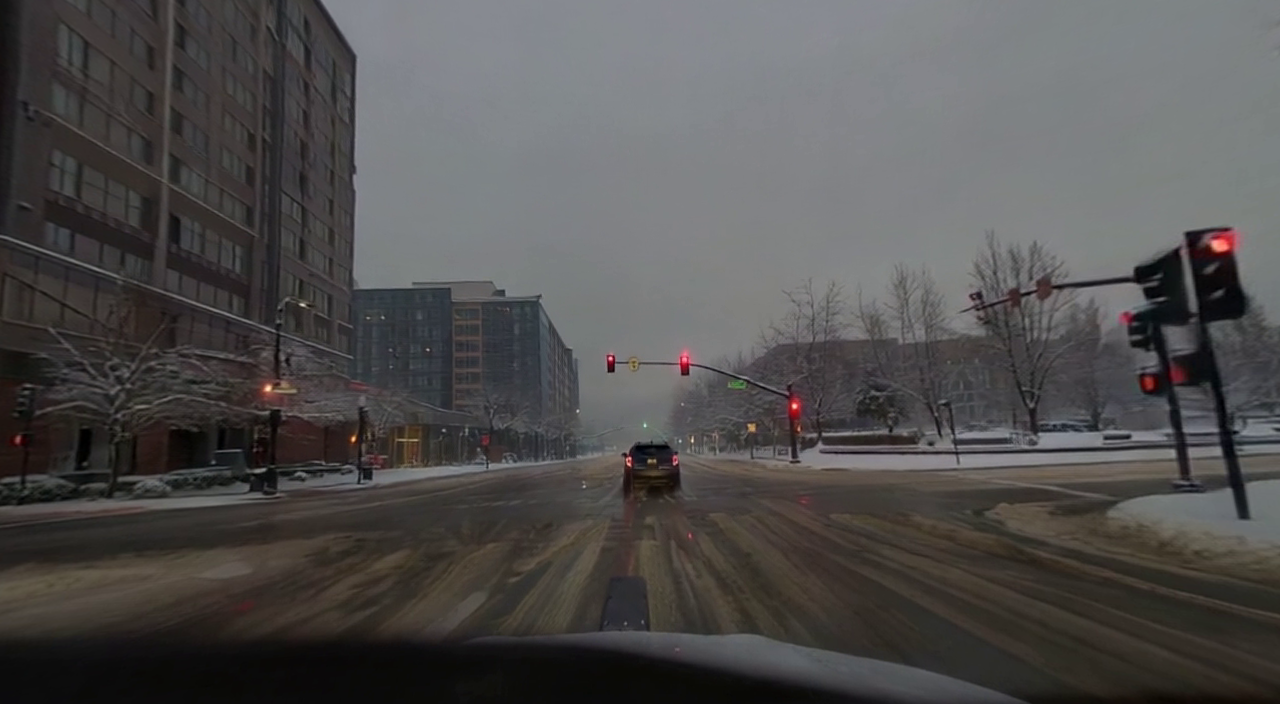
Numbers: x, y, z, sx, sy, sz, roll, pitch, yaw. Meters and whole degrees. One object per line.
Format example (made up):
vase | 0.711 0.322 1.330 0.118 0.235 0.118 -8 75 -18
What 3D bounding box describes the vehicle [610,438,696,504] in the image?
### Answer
vehicle | 0.272 3.342 18.117 2.184 1.640 4.086 0 -9 -1
